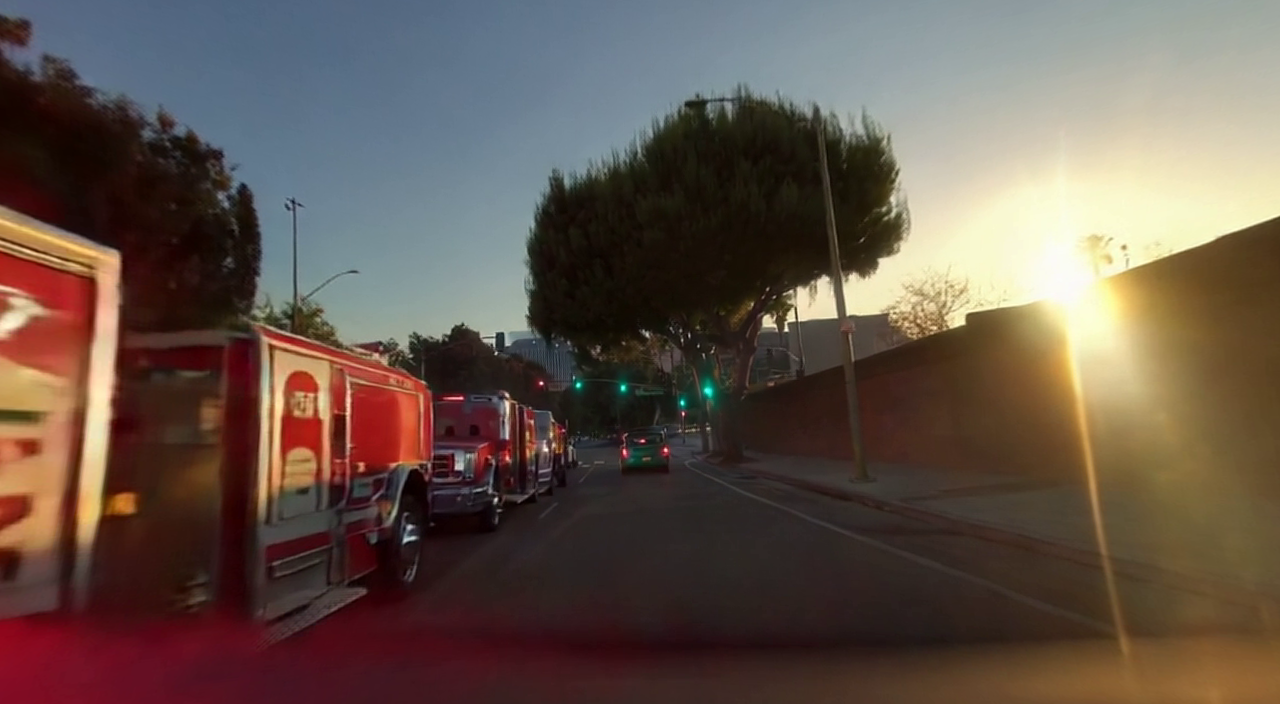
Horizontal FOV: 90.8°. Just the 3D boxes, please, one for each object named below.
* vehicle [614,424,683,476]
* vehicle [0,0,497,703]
[{"bbox_3d":[0.208,3.828,24.901,2.332,1.831,4.930,0,-8,-3],"label":"vehicle"},{"bbox_3d":[-3.167,0.122,1.549,3.644,3.138,9.346,0,-8,-1],"label":"vehicle"}]
